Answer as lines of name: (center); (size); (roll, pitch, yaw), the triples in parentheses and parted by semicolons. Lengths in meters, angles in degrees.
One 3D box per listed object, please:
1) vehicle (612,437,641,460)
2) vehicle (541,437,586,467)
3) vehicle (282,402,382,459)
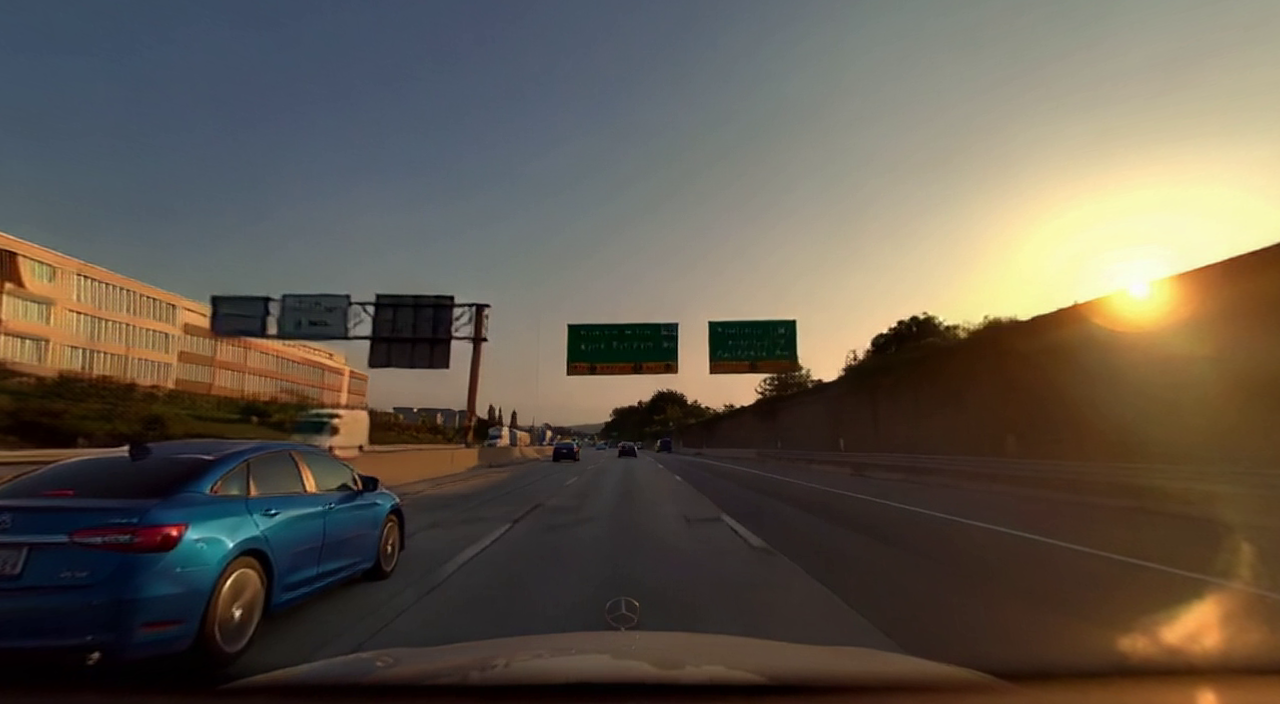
vehicle: (-1.105, 7.658, 49.825); (2.196, 1.699, 4.499); (0, -8, -1)
vehicle: (-4.483, 5.928, 37.374); (2.271, 1.626, 4.463); (0, -8, -2)
vehicle: (-17.754, 4.655, 36.777); (2.463, 3.000, 6.804); (0, -8, -1)
